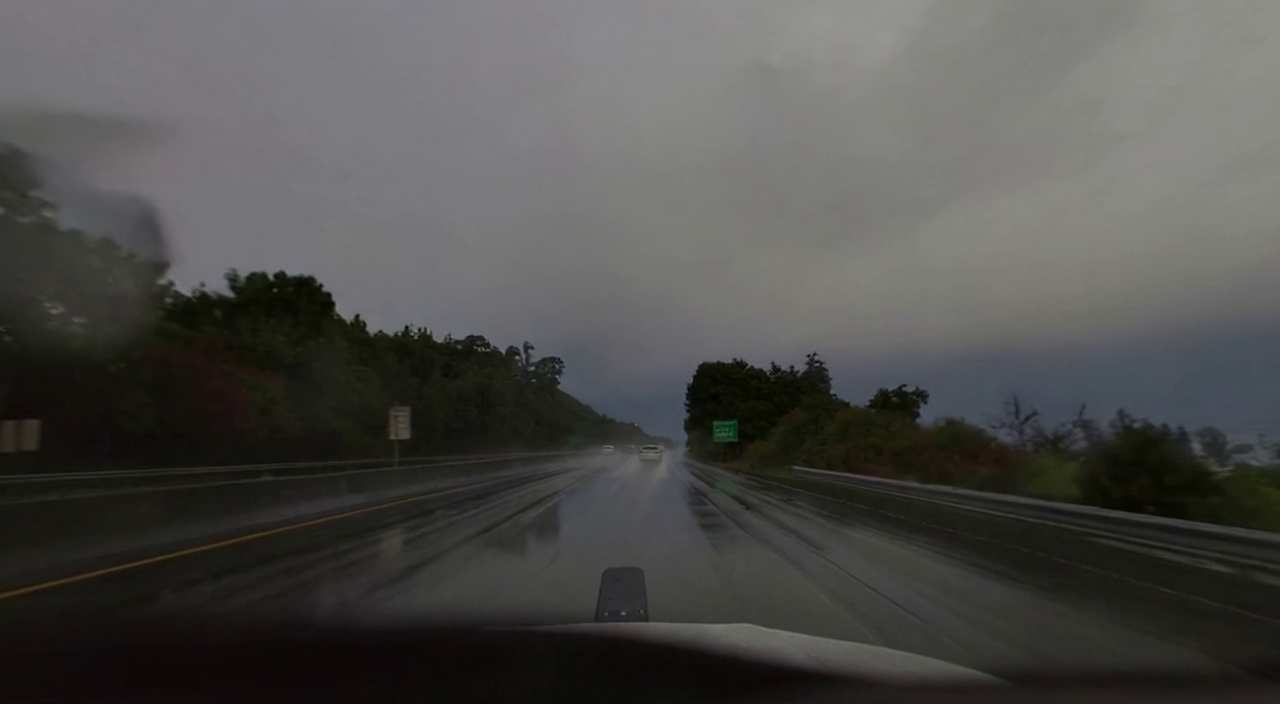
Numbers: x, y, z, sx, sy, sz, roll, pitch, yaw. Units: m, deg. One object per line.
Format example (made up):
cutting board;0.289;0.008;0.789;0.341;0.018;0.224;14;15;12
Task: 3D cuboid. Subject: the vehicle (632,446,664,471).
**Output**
vehicle;0.508;6.785;40.384;1.934;1.488;3.832;0;-9;0
